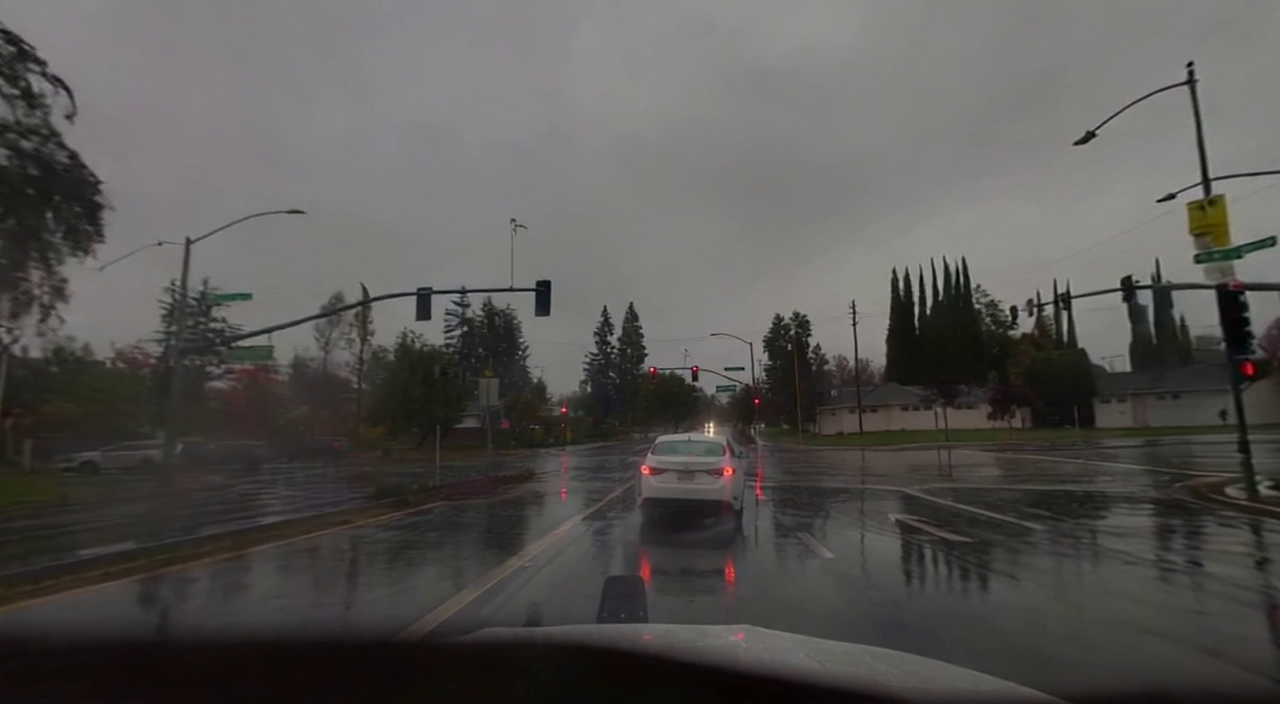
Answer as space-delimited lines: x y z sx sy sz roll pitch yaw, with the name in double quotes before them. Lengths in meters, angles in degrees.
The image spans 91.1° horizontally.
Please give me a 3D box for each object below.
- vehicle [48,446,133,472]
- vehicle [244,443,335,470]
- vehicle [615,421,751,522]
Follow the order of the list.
"vehicle" -36.489 7.080 41.690 4.612 1.673 1.972 -3 -9 17
"vehicle" -20.774 6.160 37.217 4.735 1.472 1.932 -3 -9 19
"vehicle" 0.867 2.255 12.411 2.139 1.564 4.901 -1 -8 5
